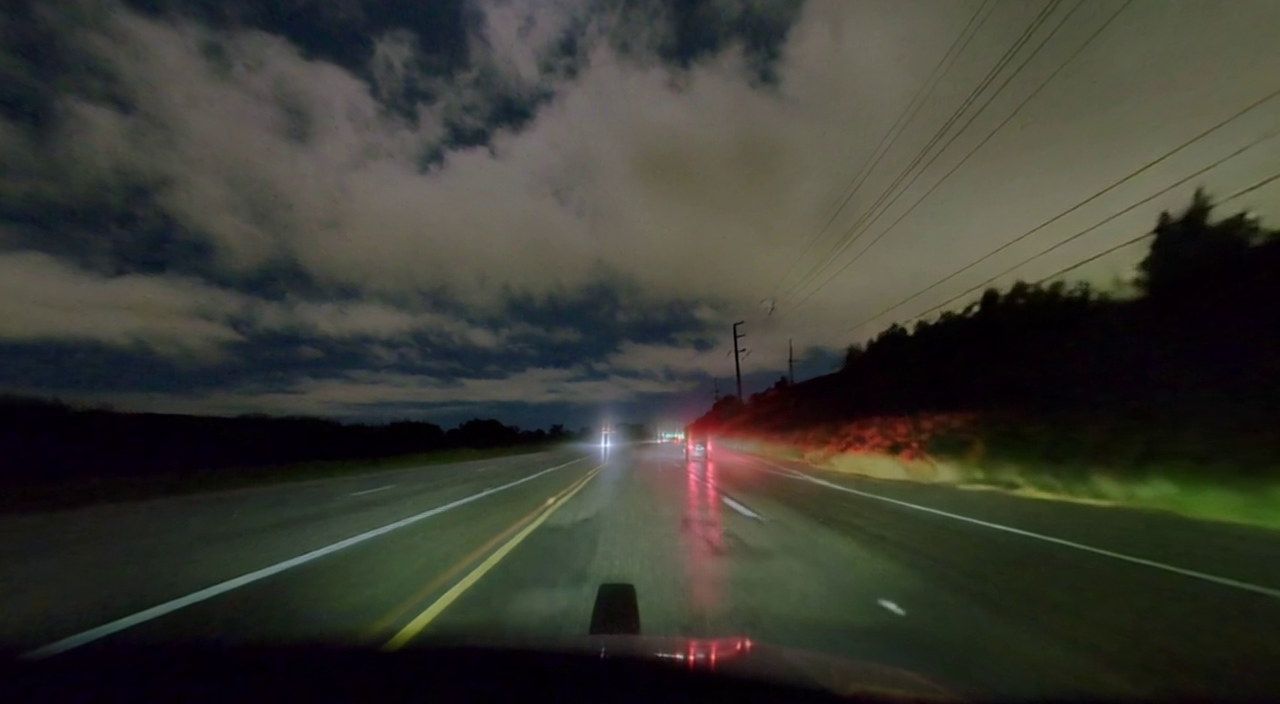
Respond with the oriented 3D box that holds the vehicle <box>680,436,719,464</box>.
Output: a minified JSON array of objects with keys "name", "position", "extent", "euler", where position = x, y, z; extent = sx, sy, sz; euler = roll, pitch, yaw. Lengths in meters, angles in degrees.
[{"name":"vehicle","position":[3.587,5.979,38.555],"extent":[1.977,1.581,4.428],"euler":[-1,-8,0]}]
